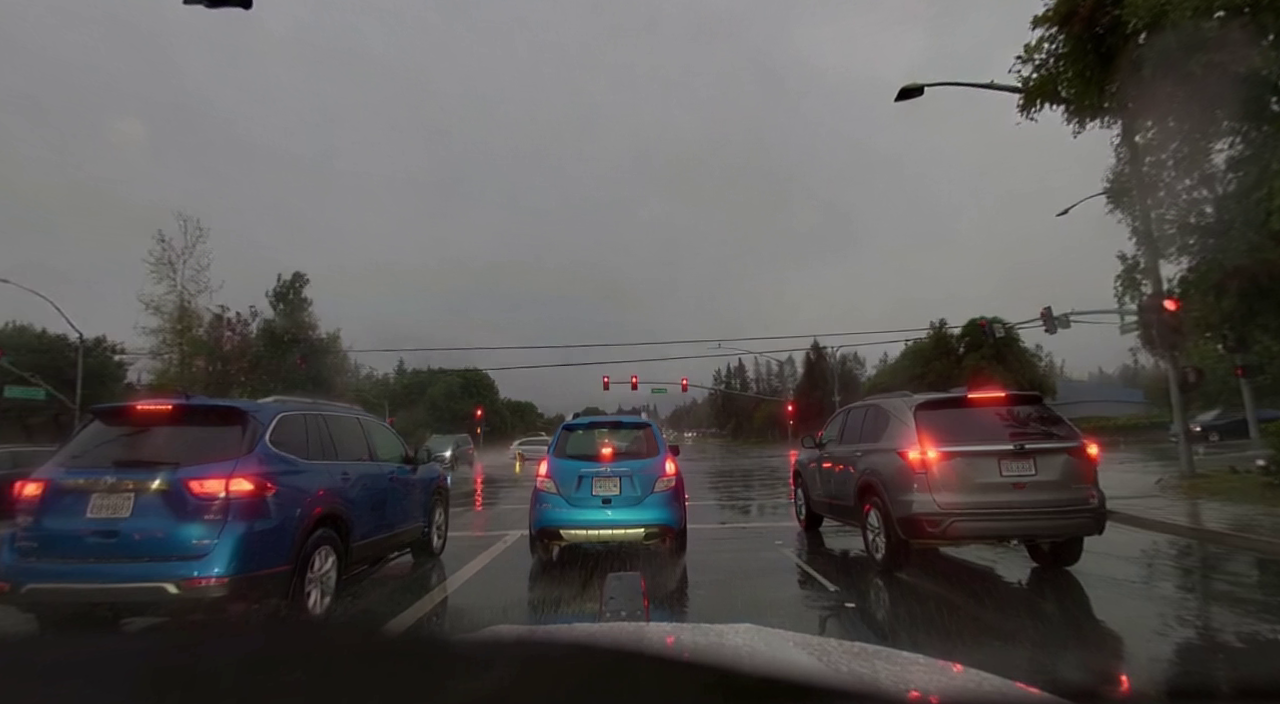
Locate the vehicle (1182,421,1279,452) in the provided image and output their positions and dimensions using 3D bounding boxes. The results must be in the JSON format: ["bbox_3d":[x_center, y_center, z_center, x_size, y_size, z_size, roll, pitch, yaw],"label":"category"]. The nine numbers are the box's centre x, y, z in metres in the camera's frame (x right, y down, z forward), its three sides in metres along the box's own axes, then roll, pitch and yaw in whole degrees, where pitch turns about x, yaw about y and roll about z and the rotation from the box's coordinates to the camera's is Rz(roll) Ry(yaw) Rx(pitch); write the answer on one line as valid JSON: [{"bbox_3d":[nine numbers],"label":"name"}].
[{"bbox_3d":[32.808,4.656,34.755,4.175,1.634,1.877,1,-8,-4],"label":"vehicle"}]

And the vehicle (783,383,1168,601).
[{"bbox_3d":[3.281,1.481,7.516,2.083,1.779,4.532,0,-8,0],"label":"vehicle"}]

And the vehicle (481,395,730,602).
[{"bbox_3d":[-0.235,1.512,7.309,2.067,1.702,3.987,0,-8,2],"label":"vehicle"}]

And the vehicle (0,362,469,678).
[{"bbox_3d":[-3.277,1.279,5.901,2.047,1.810,4.414,0,-8,1],"label":"vehicle"}]
